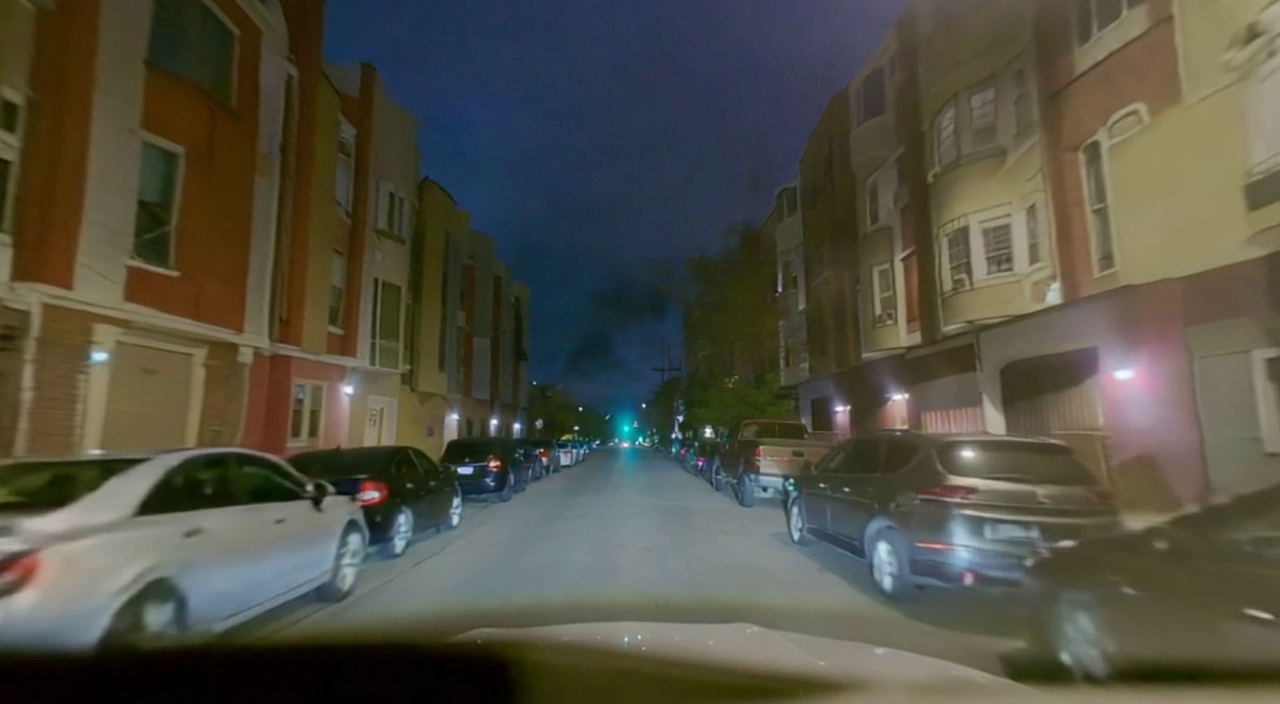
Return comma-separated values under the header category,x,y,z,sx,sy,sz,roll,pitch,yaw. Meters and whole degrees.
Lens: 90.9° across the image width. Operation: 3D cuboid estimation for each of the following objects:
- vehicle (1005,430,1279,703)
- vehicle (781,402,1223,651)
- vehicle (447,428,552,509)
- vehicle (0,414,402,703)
category,x,y,z,sx,sy,sz,roll,pitch,yaw
vehicle,3.246,0.994,1.924,1.809,1.444,3.882,2,-8,-3
vehicle,3.072,1.538,6.789,2.032,1.684,4.564,2,-8,-1
vehicle,-3.509,2.904,16.568,1.880,1.608,4.729,-2,-5,-3
vehicle,-3.293,1.280,4.298,2.016,1.594,4.146,-2,-6,-4
